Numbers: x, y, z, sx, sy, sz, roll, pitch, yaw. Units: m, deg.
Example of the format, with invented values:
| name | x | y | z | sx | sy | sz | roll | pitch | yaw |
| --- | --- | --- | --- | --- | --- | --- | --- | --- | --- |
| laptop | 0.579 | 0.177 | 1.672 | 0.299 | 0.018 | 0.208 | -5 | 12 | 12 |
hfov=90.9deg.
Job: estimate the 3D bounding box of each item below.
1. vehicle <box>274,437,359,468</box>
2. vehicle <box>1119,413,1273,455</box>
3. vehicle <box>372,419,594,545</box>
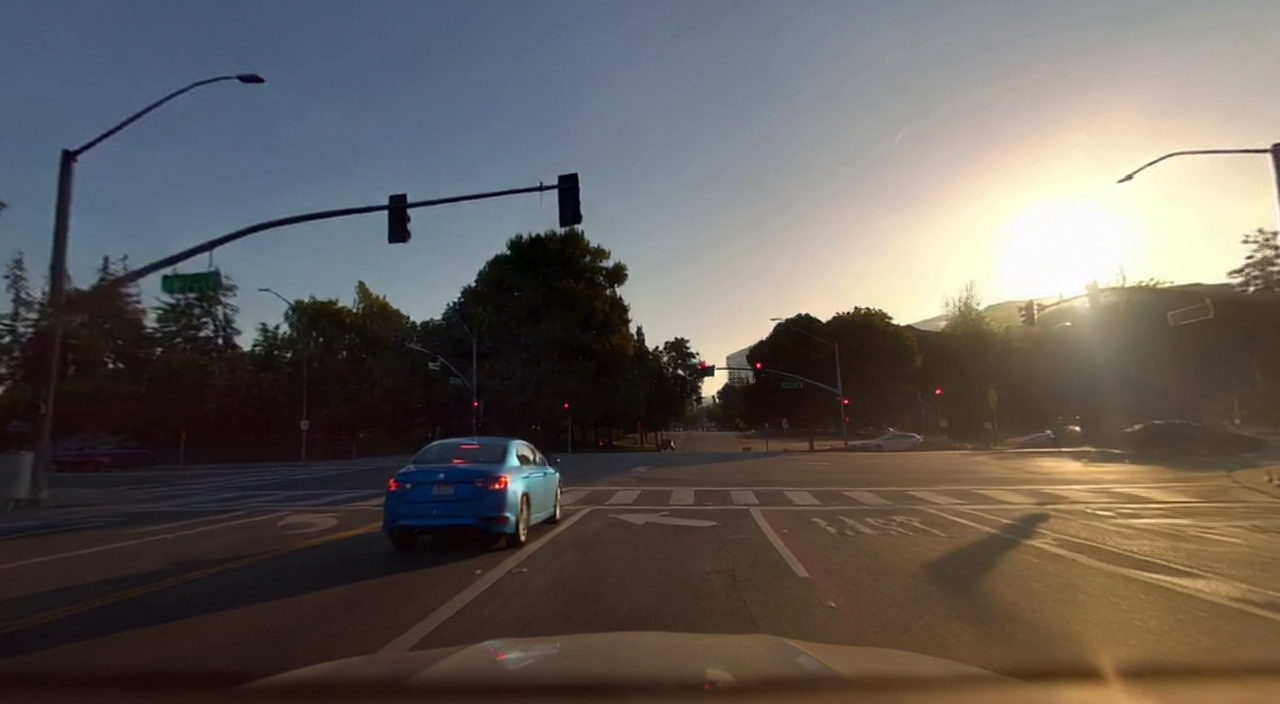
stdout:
| name | x | y | z | sx | sy | sz | roll | pitch | yaw |
| --- | --- | --- | --- | --- | --- | --- | --- | --- | --- |
| vehicle | -18.378 | 5.680 | 35.872 | 3.952 | 1.568 | 1.788 | -3 | -7 | 8 |
| vehicle | 23.277 | 3.496 | 26.563 | 4.406 | 1.661 | 1.857 | -1 | -8 | 8 |
| vehicle | -2.189 | 1.962 | 10.162 | 2.055 | 1.573 | 4.065 | -1 | -8 | 8 |
